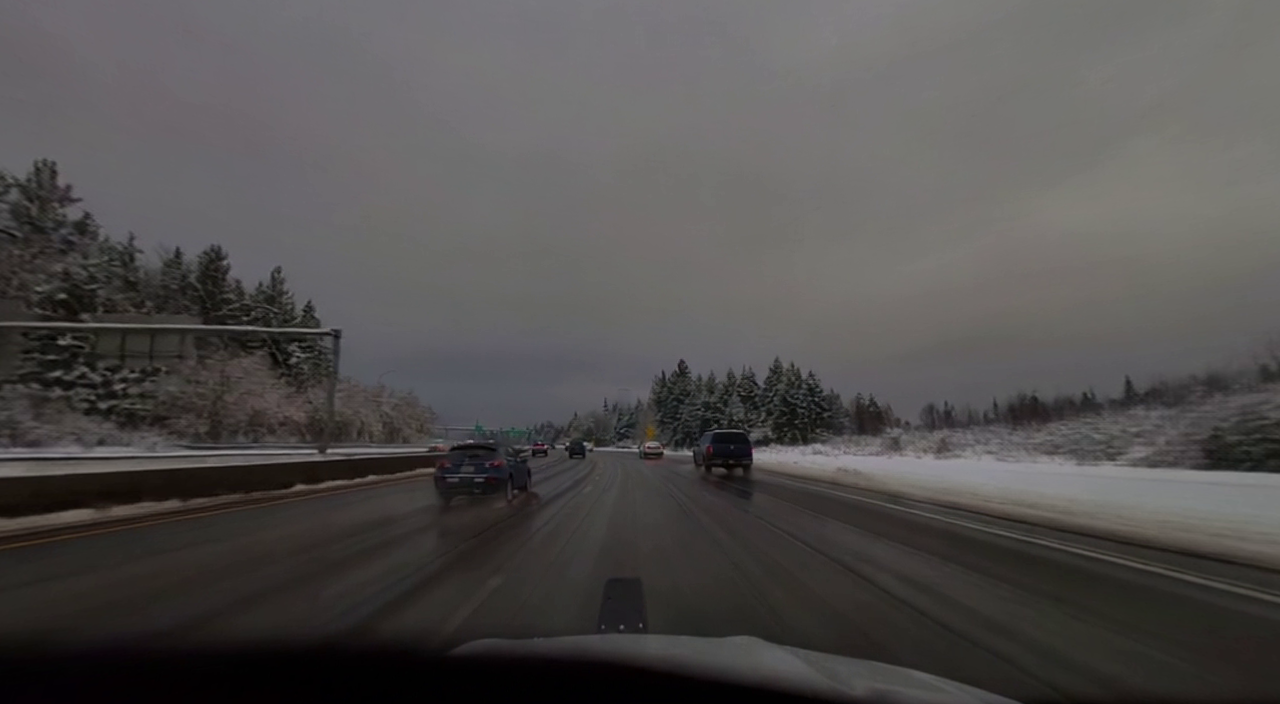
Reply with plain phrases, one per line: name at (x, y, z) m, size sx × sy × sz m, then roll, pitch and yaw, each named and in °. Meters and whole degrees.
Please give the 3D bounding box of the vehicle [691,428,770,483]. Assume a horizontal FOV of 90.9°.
vehicle at (3.152, 3.731, 22.853) m, size 2.043 × 1.795 × 4.347 m, roll 0°, pitch -9°, yaw -2°

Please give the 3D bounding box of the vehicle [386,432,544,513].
vehicle at (-3.659, 2.645, 14.323) m, size 2.183 × 1.486 × 4.848 m, roll 0°, pitch -9°, yaw 0°
